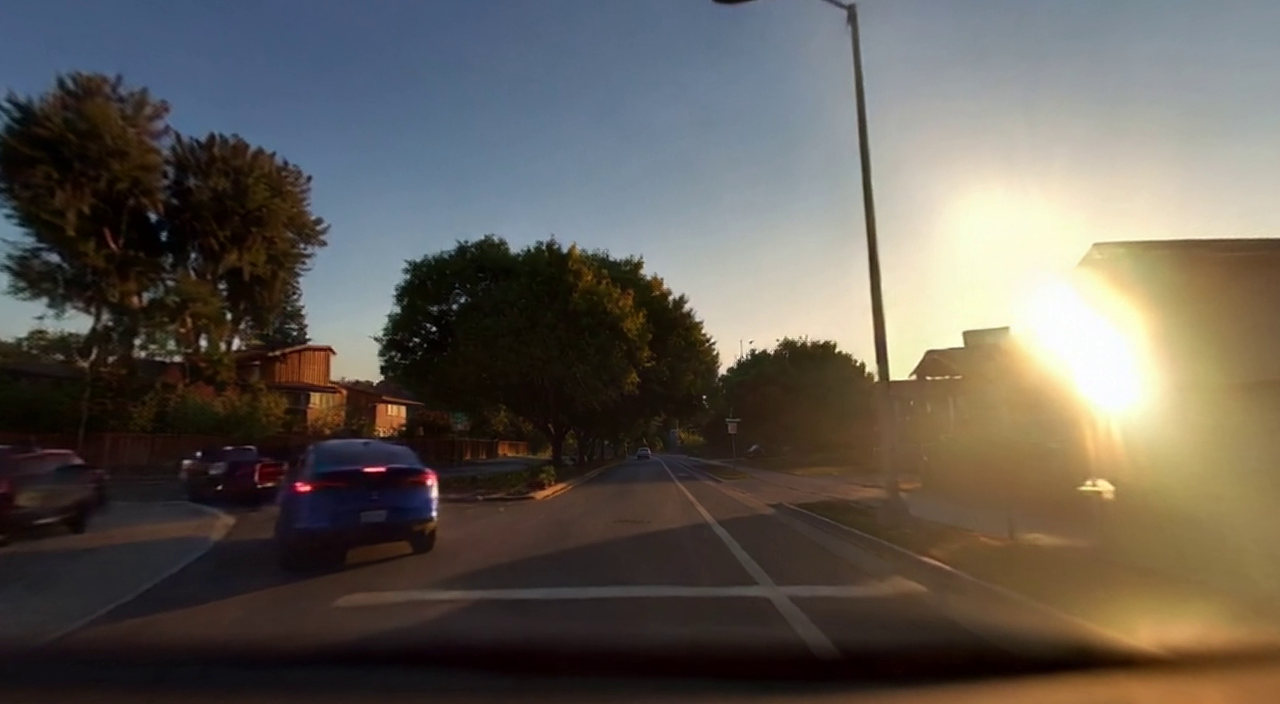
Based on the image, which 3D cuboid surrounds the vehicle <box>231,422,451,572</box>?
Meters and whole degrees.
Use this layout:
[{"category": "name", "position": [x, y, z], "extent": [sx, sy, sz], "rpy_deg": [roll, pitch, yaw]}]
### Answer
[{"category": "vehicle", "position": [-4.386, 1.962, 9.406], "extent": [2.290, 1.653, 4.127], "rpy_deg": [4, -9, -25]}]

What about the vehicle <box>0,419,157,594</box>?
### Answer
[{"category": "vehicle", "position": [-7.923, 1.780, 7.976], "extent": [2.043, 1.675, 4.816], "rpy_deg": [5, -10, -29]}]
